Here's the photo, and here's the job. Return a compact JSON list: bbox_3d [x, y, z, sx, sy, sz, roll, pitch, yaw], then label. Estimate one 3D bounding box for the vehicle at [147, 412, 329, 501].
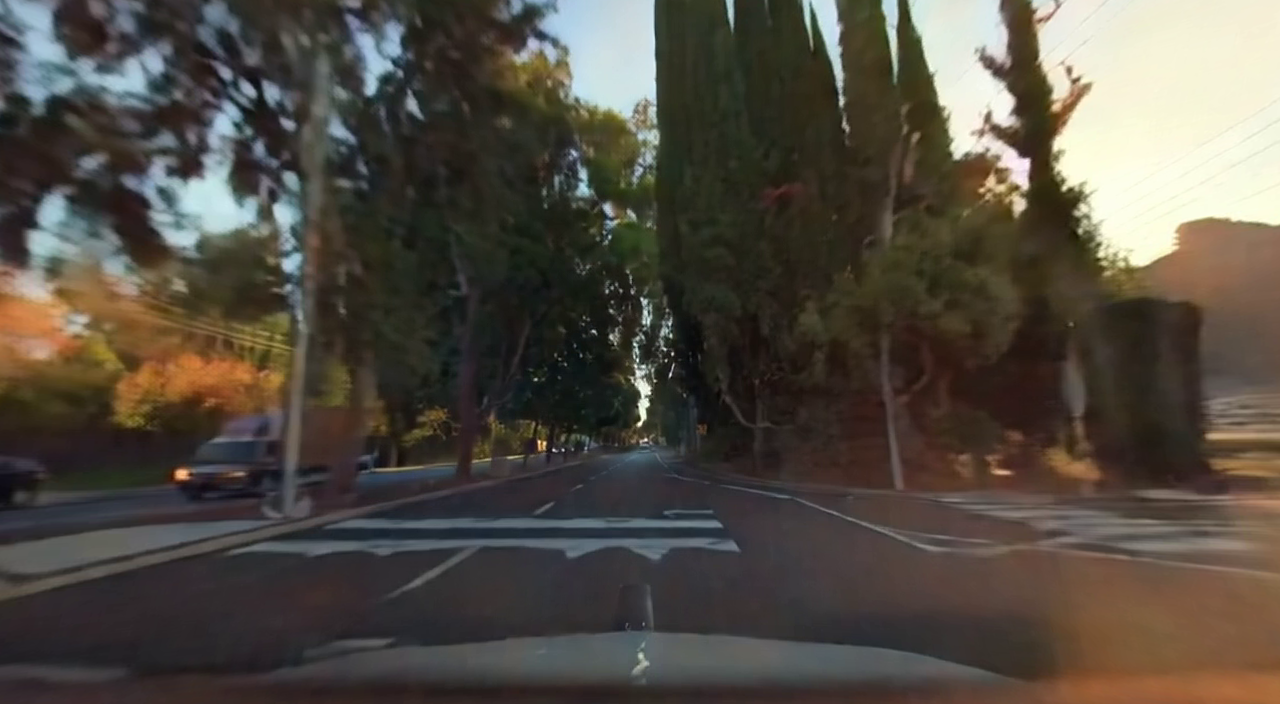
[{"bbox_3d":[-13.347,3.522,21.599,2.305,2.620,5.830,0,-8,0],"label":"vehicle"}]
